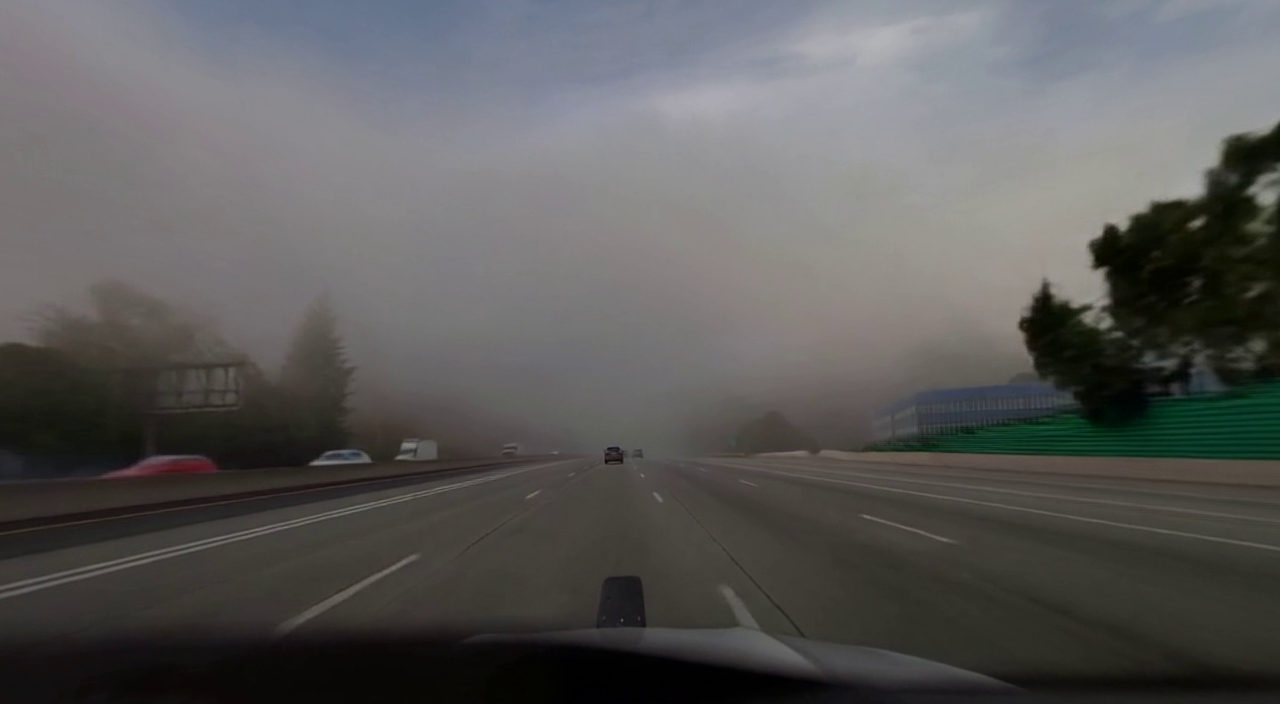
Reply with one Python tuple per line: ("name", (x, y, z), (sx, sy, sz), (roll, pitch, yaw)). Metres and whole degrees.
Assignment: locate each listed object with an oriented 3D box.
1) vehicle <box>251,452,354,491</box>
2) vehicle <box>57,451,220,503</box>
("vehicle", (-13.560, 4.798, 25.648), (1.868, 1.426, 4.366), (0, -9, -1))
("vehicle", (-17.295, 4.288, 22.113), (1.901, 1.605, 4.654), (0, -9, -1))
